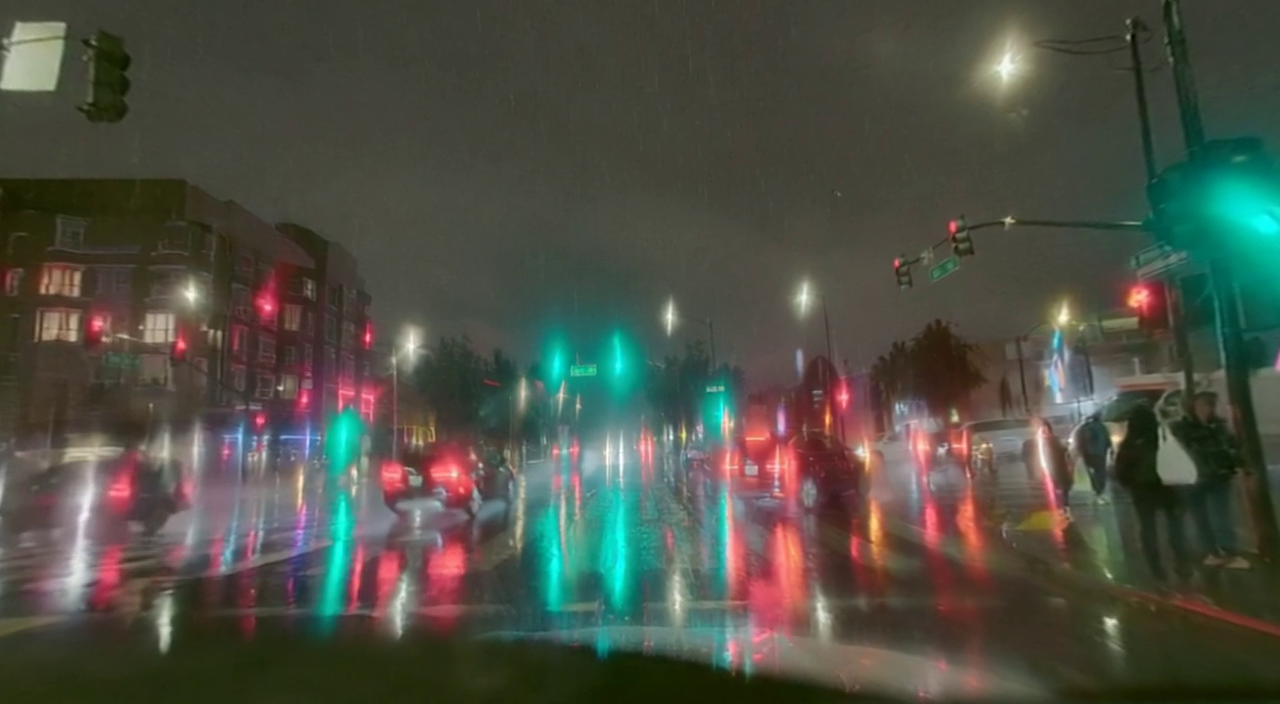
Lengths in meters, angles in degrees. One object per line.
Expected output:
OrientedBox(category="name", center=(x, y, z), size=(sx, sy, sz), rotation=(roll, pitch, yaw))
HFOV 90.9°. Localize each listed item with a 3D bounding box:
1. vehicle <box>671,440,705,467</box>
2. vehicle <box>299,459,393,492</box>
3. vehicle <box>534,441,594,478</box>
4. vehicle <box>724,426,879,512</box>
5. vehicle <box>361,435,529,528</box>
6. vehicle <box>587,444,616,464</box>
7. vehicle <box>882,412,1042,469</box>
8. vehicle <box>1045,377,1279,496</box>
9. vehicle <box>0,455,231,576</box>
OrientedBox(category="vehicle", center=(3.242, 7.014, 43.618), size=(1.924, 1.765, 3.954), rotation=(0, -8, -2))
OrientedBox(category="vehicle", center=(-15.320, 6.423, 33.184), size=(1.999, 1.466, 4.535), rotation=(-2, -9, 14))
OrientedBox(category="vehicle", center=(-3.257, 4.686, 27.879), size=(1.916, 1.487, 4.535), rotation=(0, -8, 2))
OrientedBox(category="vehicle", center=(3.627, 2.405, 13.488), size=(2.153, 1.480, 4.540), rotation=(-4, -9, 28))
OrientedBox(category="vehicle", center=(-3.488, 2.371, 12.105), size=(1.973, 1.496, 3.713), rotation=(0, -8, 1))
OrientedBox(category="vehicle", center=(-2.983, 7.986, 49.553), size=(1.888, 1.489, 3.863), rotation=(0, -8, 1))
OrientedBox(category="vehicle", center=(12.633, 3.505, 25.015), size=(5.004, 1.771, 2.159), rotation=(-4, -8, 1))
OrientedBox(category="vehicle", center=(11.928, 1.745, 12.969), size=(5.523, 2.219, 2.251), rotation=(0, -8, 1))
OrientedBox(category="vehicle", center=(-9.191, 2.470, 10.326), size=(1.922, 1.457, 4.494), rotation=(0, -8, 0))
